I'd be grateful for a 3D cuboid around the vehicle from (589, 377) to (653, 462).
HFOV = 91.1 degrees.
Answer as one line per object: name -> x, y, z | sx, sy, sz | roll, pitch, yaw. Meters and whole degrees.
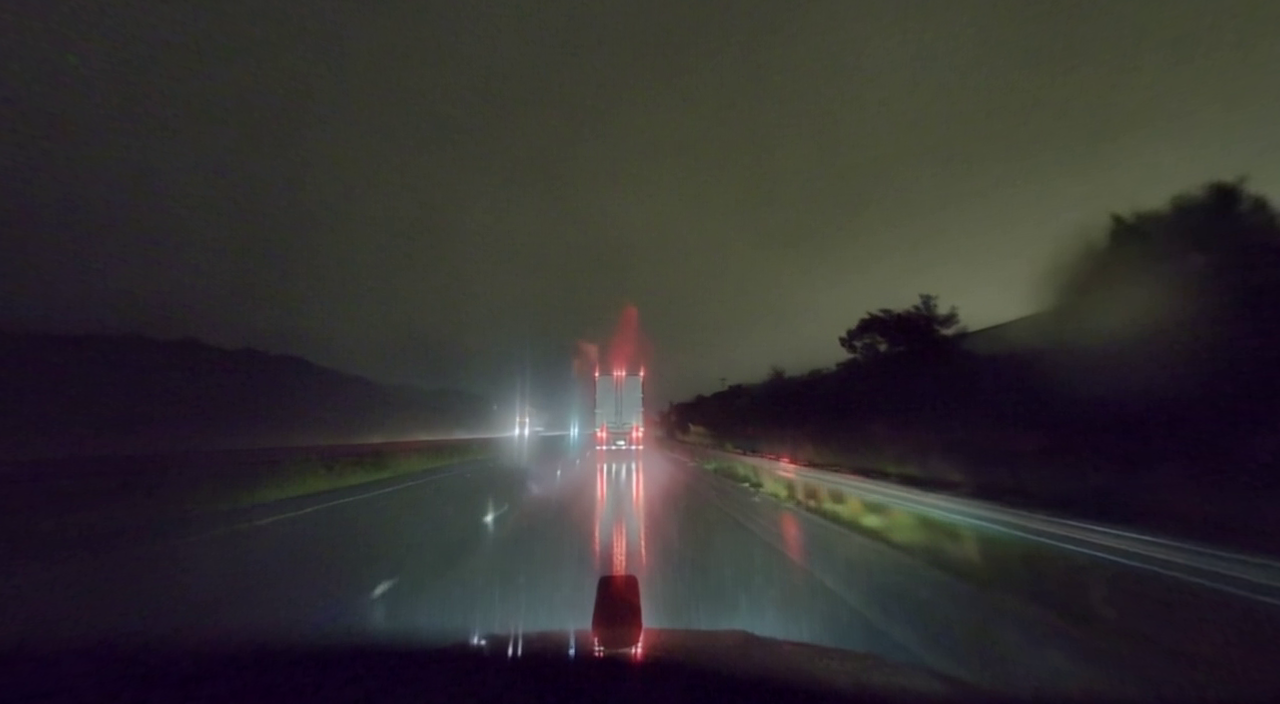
vehicle -> -1.106, 3.859, 34.840 | 3.023, 3.965, 10.402 | 0, -8, -2
